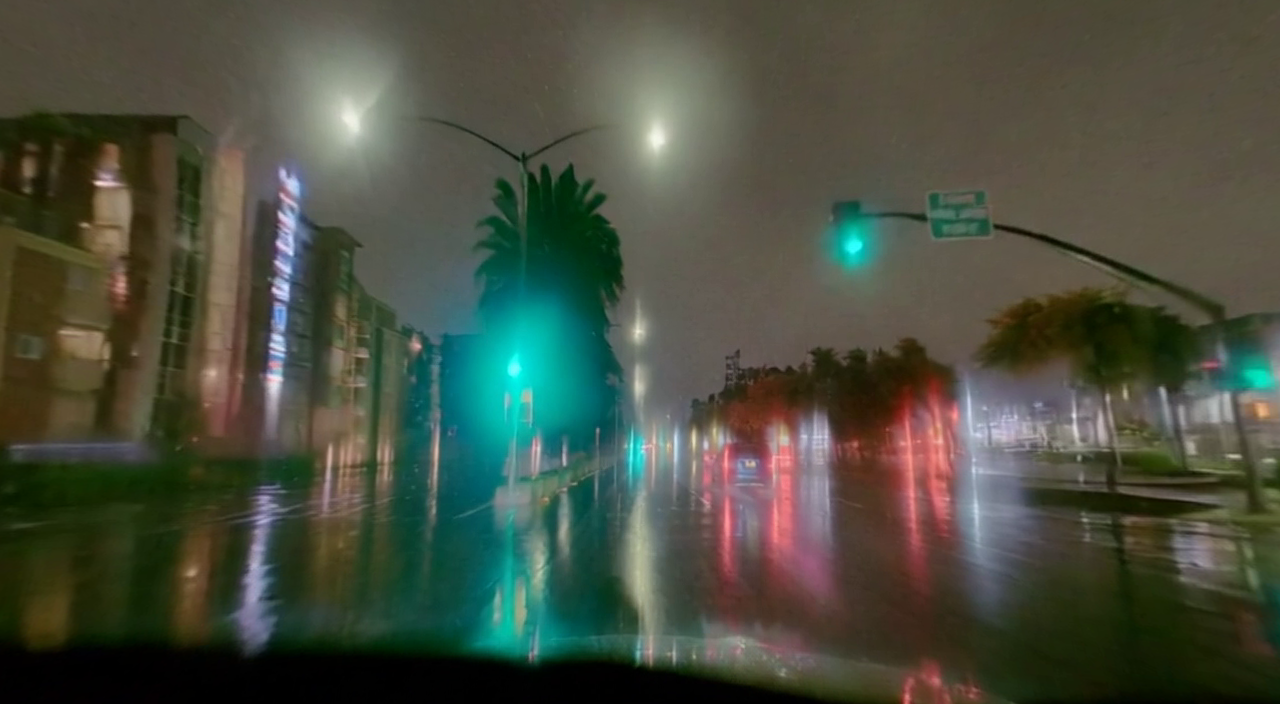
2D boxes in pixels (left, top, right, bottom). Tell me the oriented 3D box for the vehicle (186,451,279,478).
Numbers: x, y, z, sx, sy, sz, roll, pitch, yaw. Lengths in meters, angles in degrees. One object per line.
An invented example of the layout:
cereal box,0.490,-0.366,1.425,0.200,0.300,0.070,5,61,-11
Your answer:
vehicle,-27.094,7.496,42.160,4.734,1.717,2.095,0,-8,1

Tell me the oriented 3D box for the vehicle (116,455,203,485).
vehicle,-32.754,8.006,43.312,2.095,1.837,5.014,0,-9,-2

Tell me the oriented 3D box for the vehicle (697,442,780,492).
vehicle,3.093,3.710,20.770,1.964,1.448,4.295,0,-8,-1
